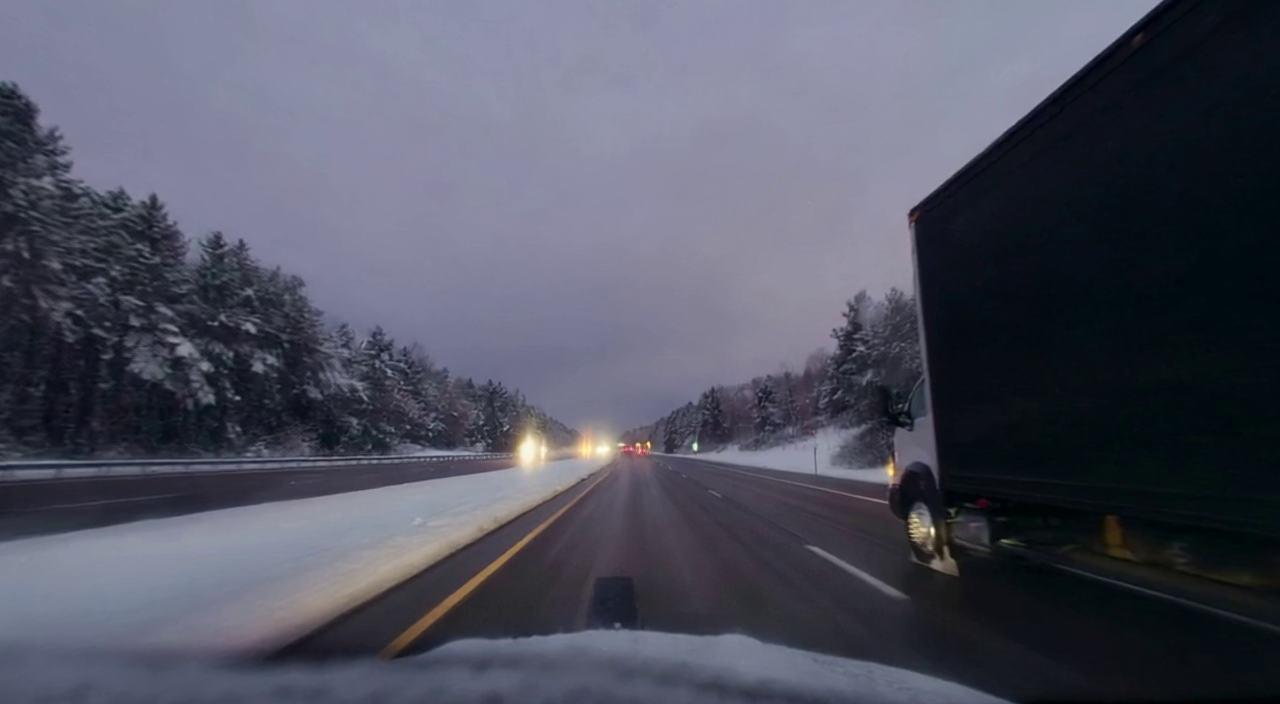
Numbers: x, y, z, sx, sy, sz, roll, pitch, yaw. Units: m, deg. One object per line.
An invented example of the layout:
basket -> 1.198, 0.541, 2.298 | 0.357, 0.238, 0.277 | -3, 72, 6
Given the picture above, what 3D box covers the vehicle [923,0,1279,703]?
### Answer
vehicle -> 4.784, -0.319, 1.958 | 3.052, 4.004, 9.986 | 0, -9, 0
